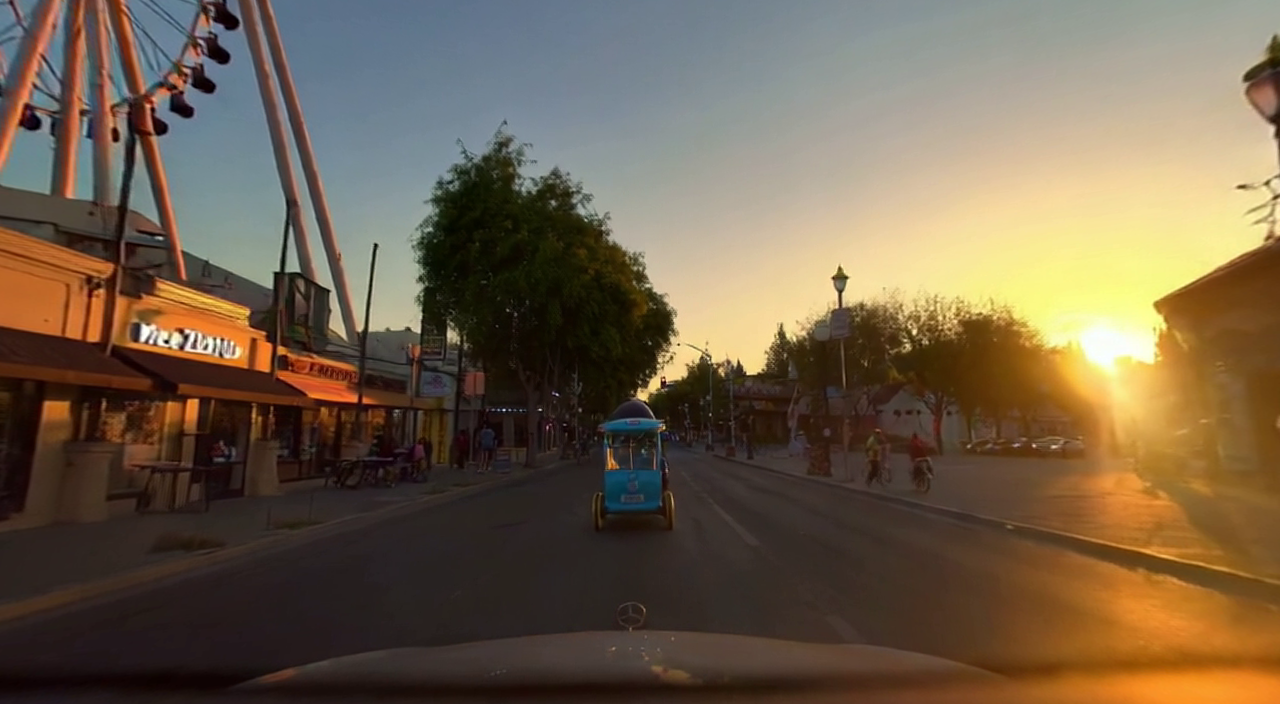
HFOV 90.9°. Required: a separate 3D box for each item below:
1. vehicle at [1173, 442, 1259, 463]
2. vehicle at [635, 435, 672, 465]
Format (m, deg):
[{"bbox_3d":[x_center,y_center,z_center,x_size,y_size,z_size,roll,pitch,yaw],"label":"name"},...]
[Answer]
[{"bbox_3d":[41.706,7.312,45.696,4.120,1.445,1.893,-2,-9,10],"label":"vehicle"},{"bbox_3d":[0.881,6.202,40.000,2.221,1.773,4.228,-1,-9,1],"label":"vehicle"}]
